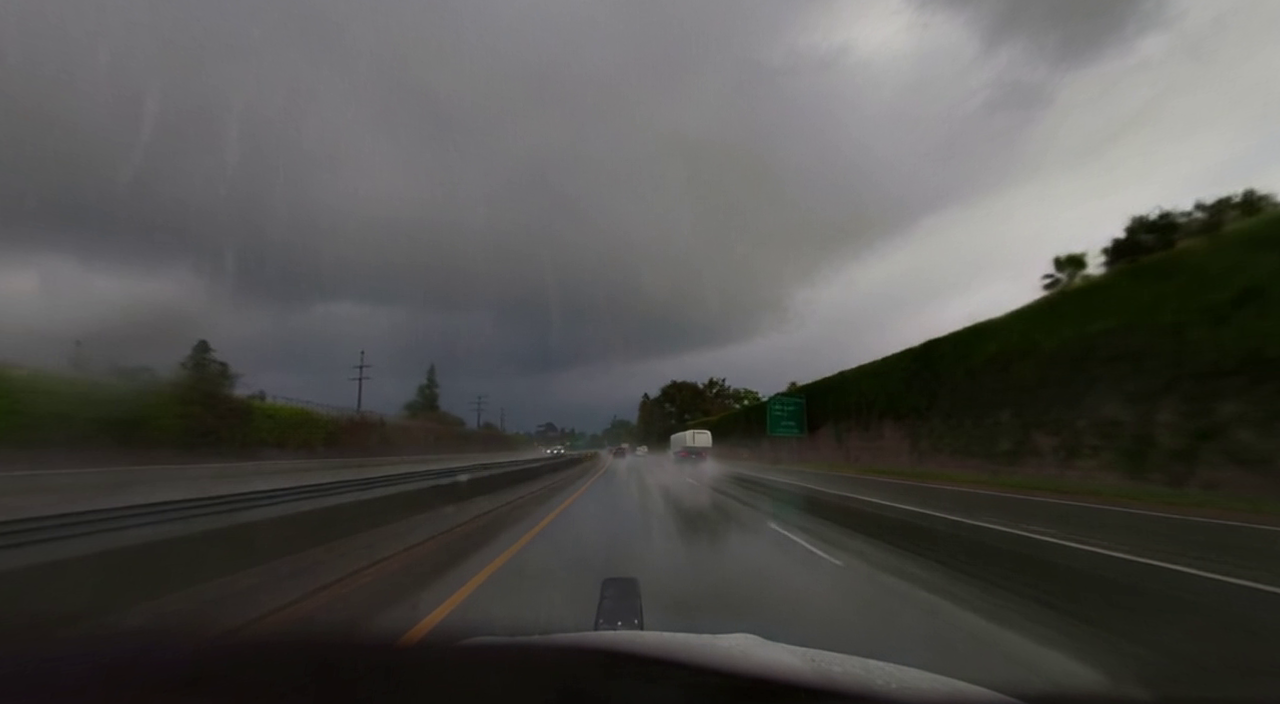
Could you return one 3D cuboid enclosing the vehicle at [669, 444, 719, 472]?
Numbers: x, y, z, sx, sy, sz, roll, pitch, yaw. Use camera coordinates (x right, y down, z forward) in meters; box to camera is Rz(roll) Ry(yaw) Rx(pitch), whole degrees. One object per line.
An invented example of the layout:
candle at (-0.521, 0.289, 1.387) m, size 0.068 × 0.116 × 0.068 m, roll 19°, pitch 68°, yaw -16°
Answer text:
vehicle at (2.995, 6.034, 35.867) m, size 2.244 × 1.498 × 4.338 m, roll 0°, pitch -9°, yaw -3°
